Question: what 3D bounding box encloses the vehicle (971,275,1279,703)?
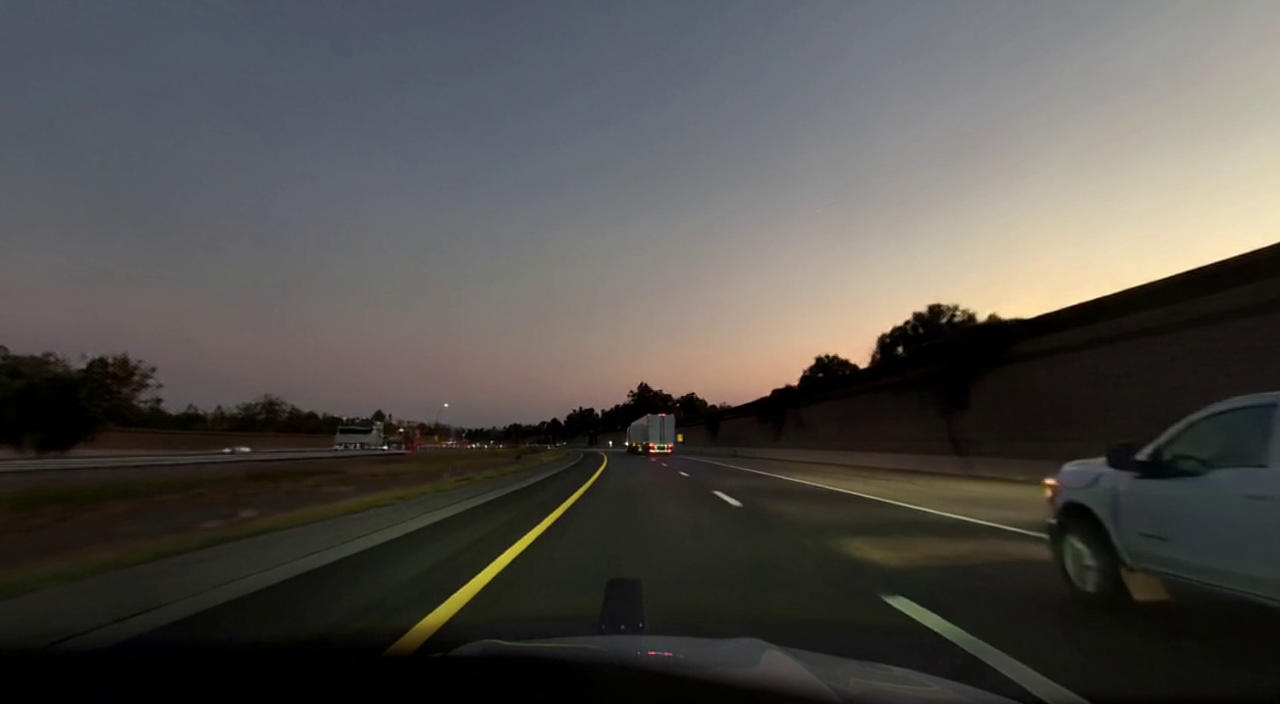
[{"bbox_3d":[4.030,0.602,2.483,2.383,1.959,5.669,0,-8,0],"label":"vehicle"}]
